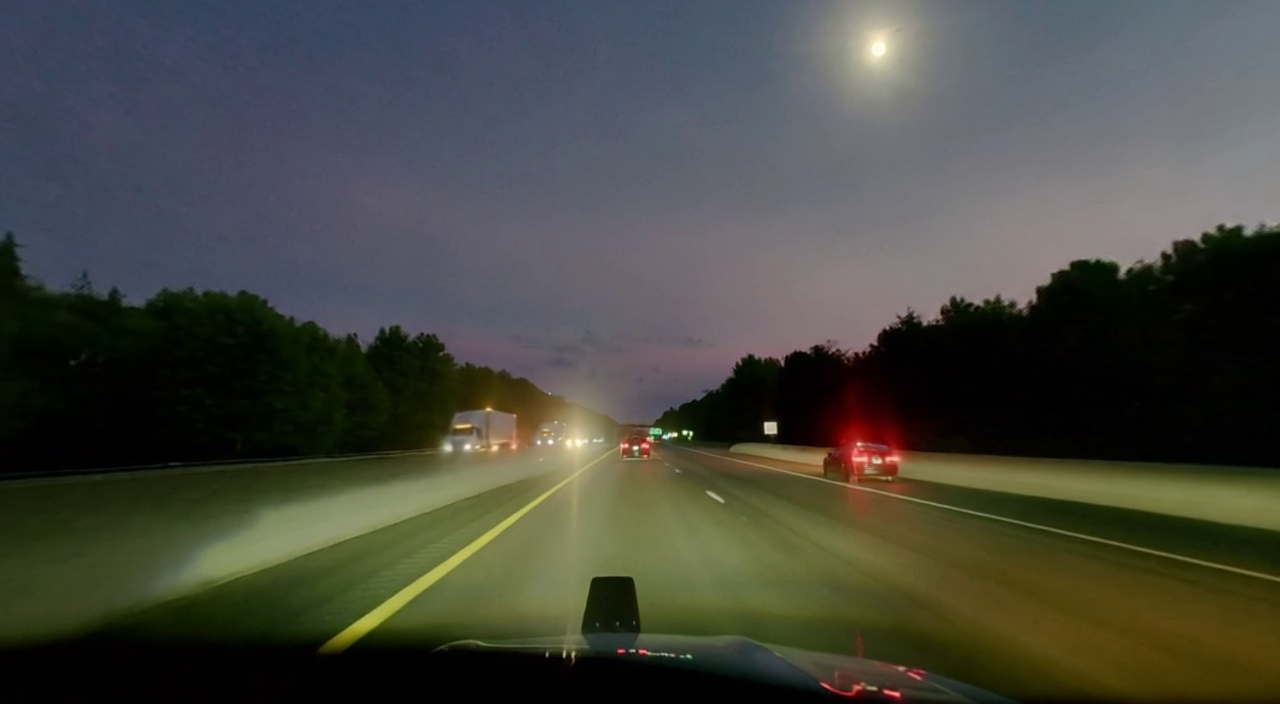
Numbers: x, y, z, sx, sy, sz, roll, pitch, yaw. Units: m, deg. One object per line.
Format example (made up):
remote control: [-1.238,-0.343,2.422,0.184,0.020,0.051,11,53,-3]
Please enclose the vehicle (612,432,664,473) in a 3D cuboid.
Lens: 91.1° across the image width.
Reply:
vehicle: [-0.131,3.924,24.955,1.897,1.479,3.724,0,-8,-1]
